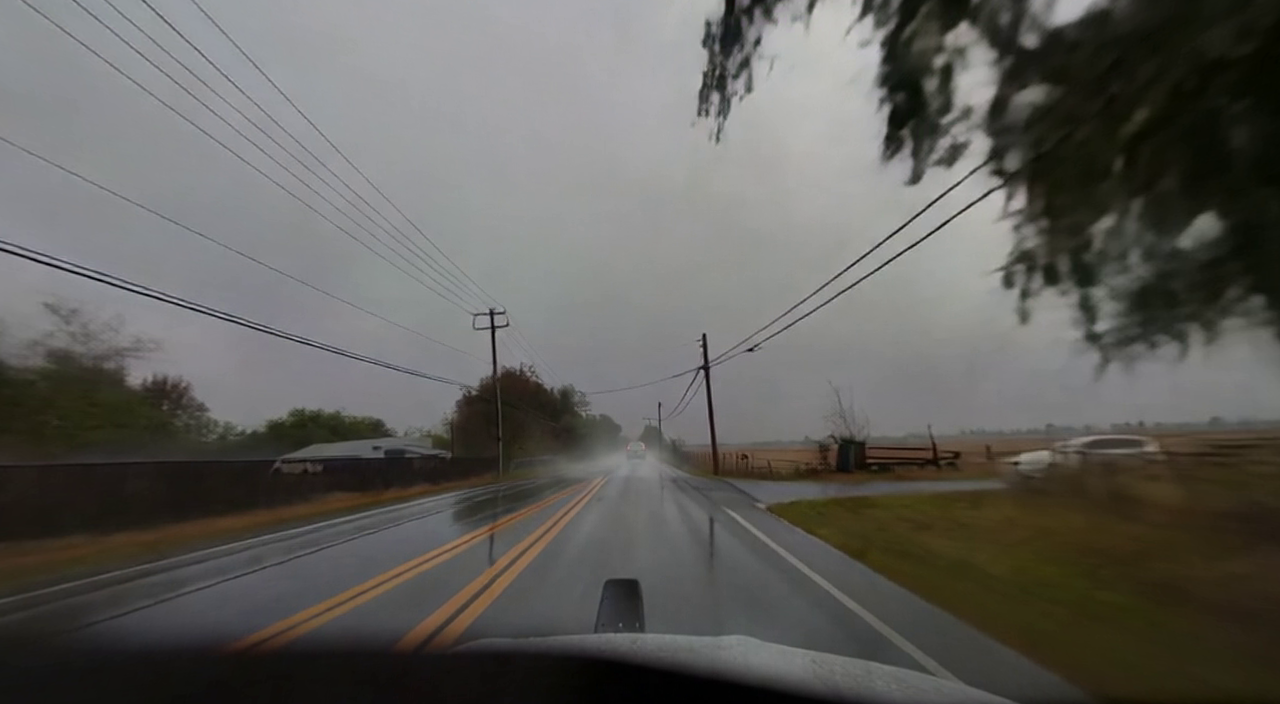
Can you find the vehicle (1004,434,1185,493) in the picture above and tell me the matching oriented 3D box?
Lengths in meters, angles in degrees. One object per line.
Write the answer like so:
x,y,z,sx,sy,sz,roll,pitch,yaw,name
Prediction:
14.833,3.630,20.820,4.400,1.462,1.884,-5,-7,1,vehicle
